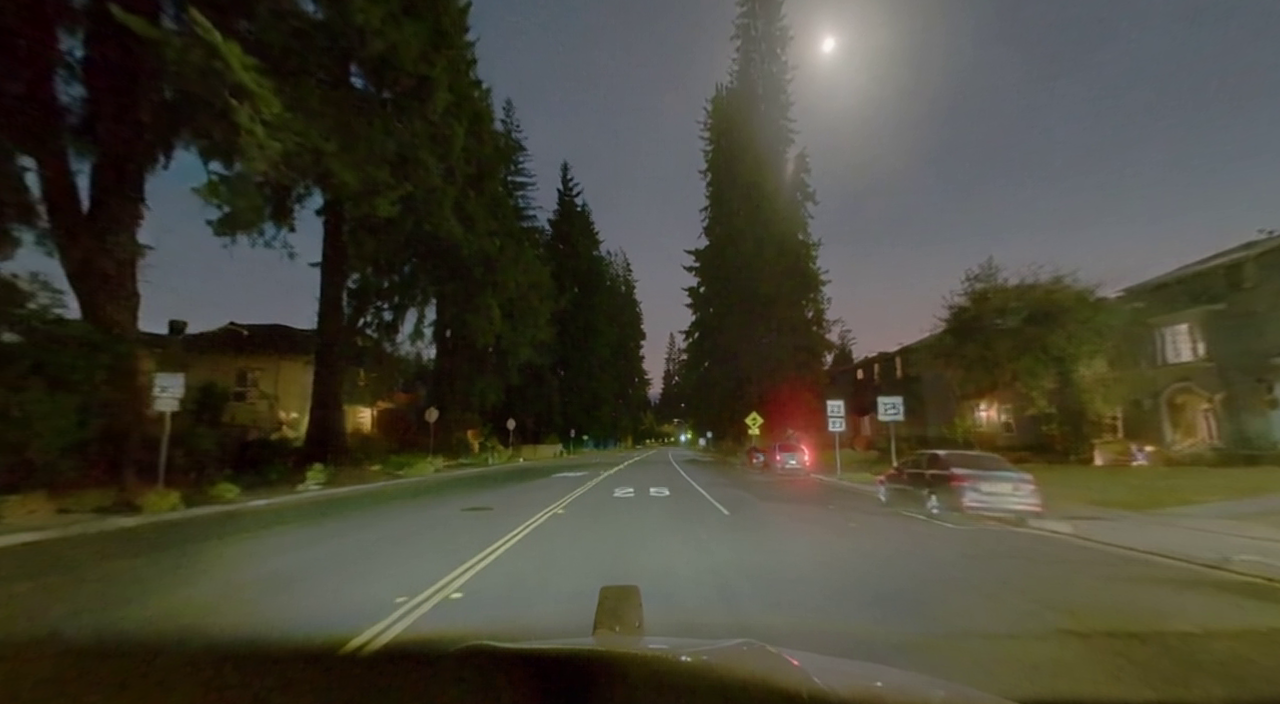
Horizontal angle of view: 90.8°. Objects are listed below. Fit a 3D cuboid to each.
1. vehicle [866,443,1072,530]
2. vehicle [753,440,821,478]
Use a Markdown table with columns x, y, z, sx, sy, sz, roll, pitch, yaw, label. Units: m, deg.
| x | y | z | sx | sy | sz | roll | pitch | yaw | label |
| --- | --- | --- | --- | --- | --- | --- | --- | --- | --- |
| 6.483 | 2.648 | 13.134 | 1.913 | 1.479 | 4.209 | 0 | -8 | -2 | vehicle |
| 6.507 | 4.762 | 28.417 | 1.893 | 1.543 | 4.434 | 0 | -8 | -1 | vehicle |
